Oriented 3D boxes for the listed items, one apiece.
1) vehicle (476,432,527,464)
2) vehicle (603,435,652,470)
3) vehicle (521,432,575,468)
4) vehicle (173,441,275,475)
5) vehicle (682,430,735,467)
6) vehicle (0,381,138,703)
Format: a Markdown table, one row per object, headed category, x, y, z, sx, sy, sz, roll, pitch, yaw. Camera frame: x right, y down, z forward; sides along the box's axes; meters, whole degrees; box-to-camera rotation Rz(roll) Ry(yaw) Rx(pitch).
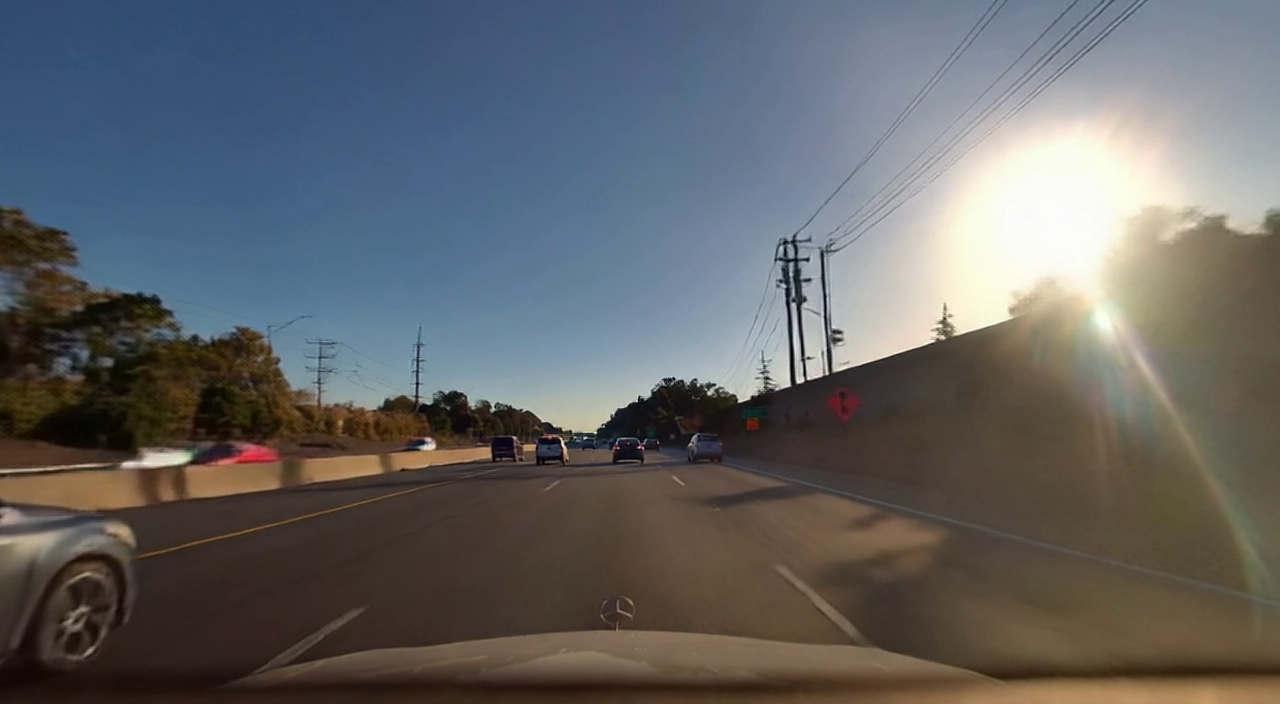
| category | x | y | z | sx | sy | sz | roll | pitch | yaw |
| --- | --- | --- | --- | --- | --- | --- | --- | --- | --- |
| vehicle | -7.764 | 5.408 | 35.775 | 1.980 | 1.678 | 4.255 | 0 | -8 | -1 |
| vehicle | -0.565 | 4.544 | 28.742 | 2.086 | 1.488 | 3.440 | 0 | -8 | -2 |
| vehicle | -4.377 | 4.694 | 30.524 | 1.901 | 1.601 | 4.610 | 0 | -8 | 0 |
| vehicle | -19.543 | 4.979 | 29.895 | 1.806 | 1.407 | 4.562 | 0 | -8 | -1 |
| vehicle | 3.287 | 4.756 | 31.296 | 1.950 | 1.695 | 4.446 | 1 | -8 | -2 |
| vehicle | -4.173 | 0.777 | 1.835 | 2.004 | 1.607 | 4.161 | 0 | -8 | -1 |
